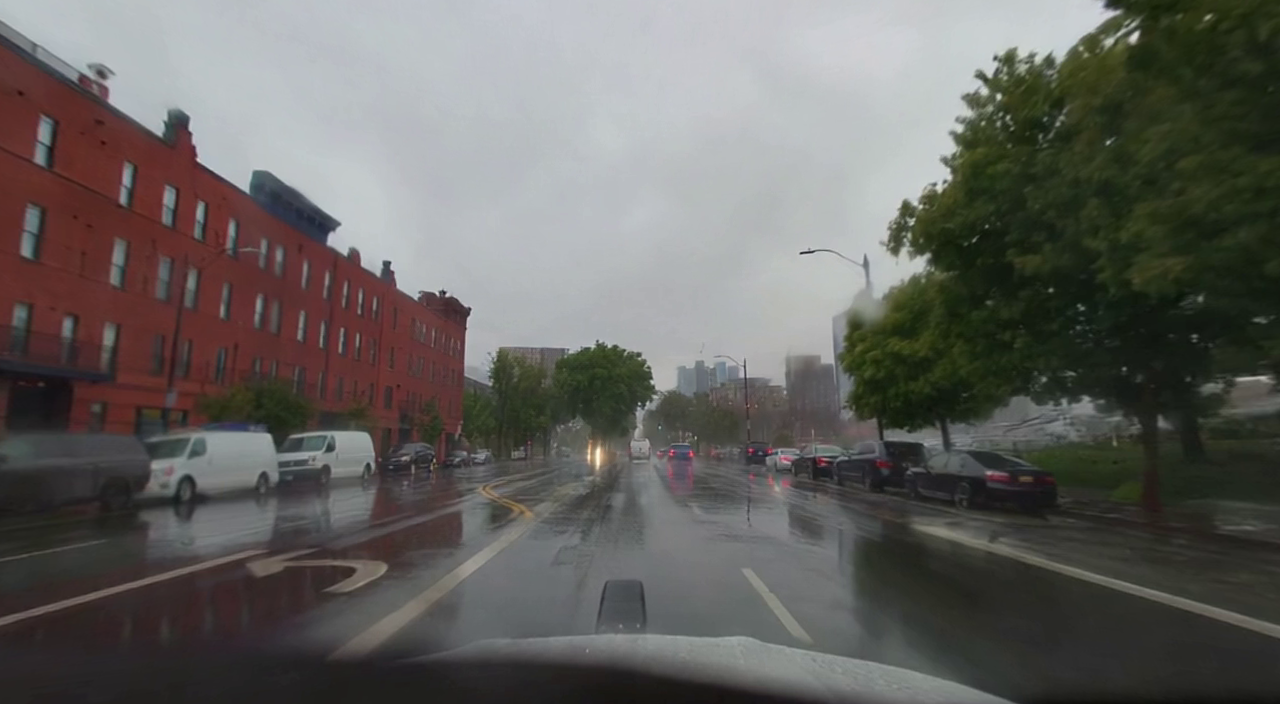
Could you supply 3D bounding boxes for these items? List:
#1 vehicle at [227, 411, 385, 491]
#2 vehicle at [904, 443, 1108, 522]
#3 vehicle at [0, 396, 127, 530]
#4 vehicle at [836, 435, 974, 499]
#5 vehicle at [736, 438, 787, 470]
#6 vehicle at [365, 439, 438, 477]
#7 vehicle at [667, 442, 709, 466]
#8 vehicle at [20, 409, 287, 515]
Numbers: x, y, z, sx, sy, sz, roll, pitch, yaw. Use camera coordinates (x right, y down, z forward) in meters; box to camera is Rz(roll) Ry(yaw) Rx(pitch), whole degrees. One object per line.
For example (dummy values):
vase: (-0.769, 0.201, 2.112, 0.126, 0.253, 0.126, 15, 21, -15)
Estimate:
vehicle: (-14.461, 4.382, 28.171, 3.047, 3.098, 6.783, 0, -9, 2)
vehicle: (7.983, 2.861, 14.455, 1.817, 1.467, 4.644, -1, -9, -1)
vehicle: (-14.599, 2.355, 13.349, 2.557, 2.759, 5.693, 0, -8, 0)
vehicle: (7.952, 3.502, 19.570, 2.174, 1.697, 4.520, 0, -9, -2)
vehicle: (8.039, 6.818, 42.383, 2.305, 1.984, 5.002, -1, -9, -1)
vehicle: (-14.303, 6.478, 38.269, 2.330, 2.013, 5.310, 0, -12, -1)
vehicle: (3.110, 6.768, 42.065, 2.238, 1.499, 4.964, 0, -8, -2)
vehicle: (-14.789, 3.438, 20.134, 2.719, 2.775, 6.724, -1, -9, 5)
